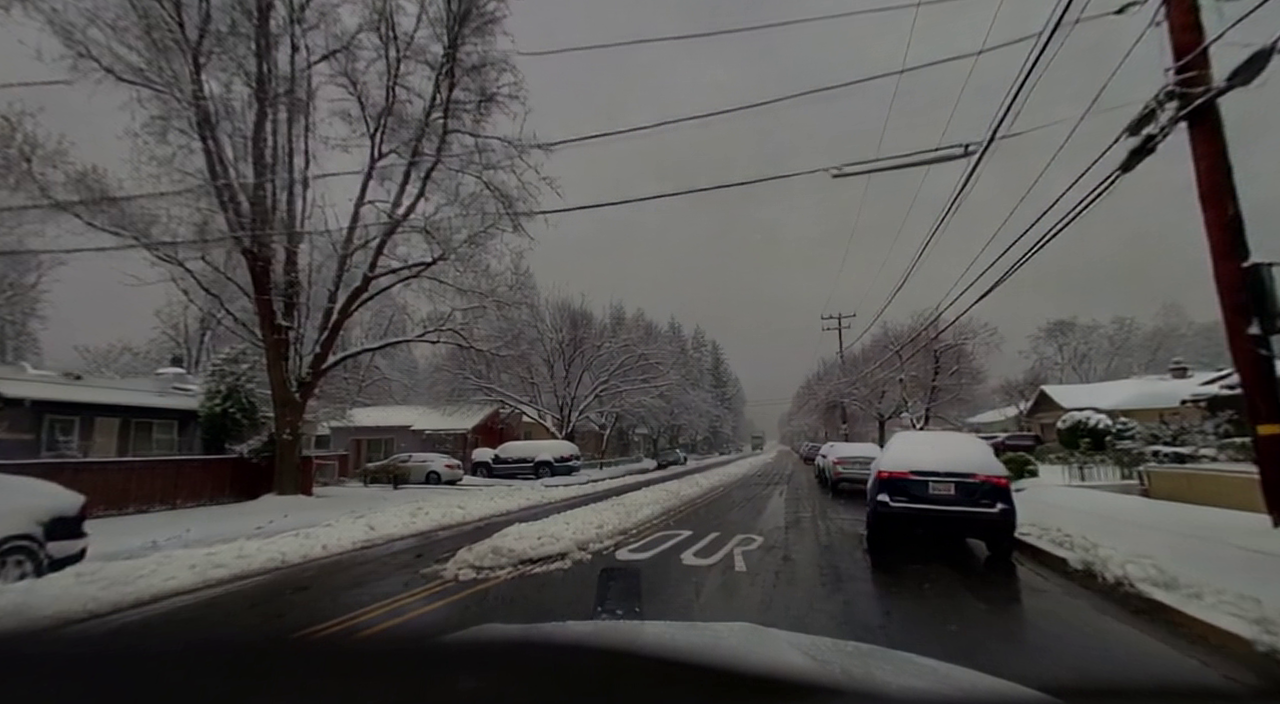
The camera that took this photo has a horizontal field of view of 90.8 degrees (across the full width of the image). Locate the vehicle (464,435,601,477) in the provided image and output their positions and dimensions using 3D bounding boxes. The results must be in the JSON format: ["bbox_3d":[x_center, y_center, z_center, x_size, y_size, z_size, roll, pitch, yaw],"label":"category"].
[{"bbox_3d":[-5.488,5.342,32.577,6.488,2.009,2.354,-2,-9,13],"label":"vehicle"}]

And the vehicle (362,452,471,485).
[{"bbox_3d":[-10.362,5.386,29.443,4.481,1.420,1.712,-2,-9,10],"label":"vehicle"}]

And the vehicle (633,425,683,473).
[{"bbox_3d":[1.282,6.414,41.855,2.199,2.902,5.848,-2,-9,12],"label":"vehicle"}]

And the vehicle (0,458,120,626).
[{"bbox_3d":[-6.971,1.556,4.611,1.968,1.449,4.502,-2,-9,14],"label":"vehicle"}]

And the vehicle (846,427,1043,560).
[{"bbox_3d":[4.203,1.942,9.304,1.908,1.572,3.105,-2,-9,13],"label":"vehicle"}]
